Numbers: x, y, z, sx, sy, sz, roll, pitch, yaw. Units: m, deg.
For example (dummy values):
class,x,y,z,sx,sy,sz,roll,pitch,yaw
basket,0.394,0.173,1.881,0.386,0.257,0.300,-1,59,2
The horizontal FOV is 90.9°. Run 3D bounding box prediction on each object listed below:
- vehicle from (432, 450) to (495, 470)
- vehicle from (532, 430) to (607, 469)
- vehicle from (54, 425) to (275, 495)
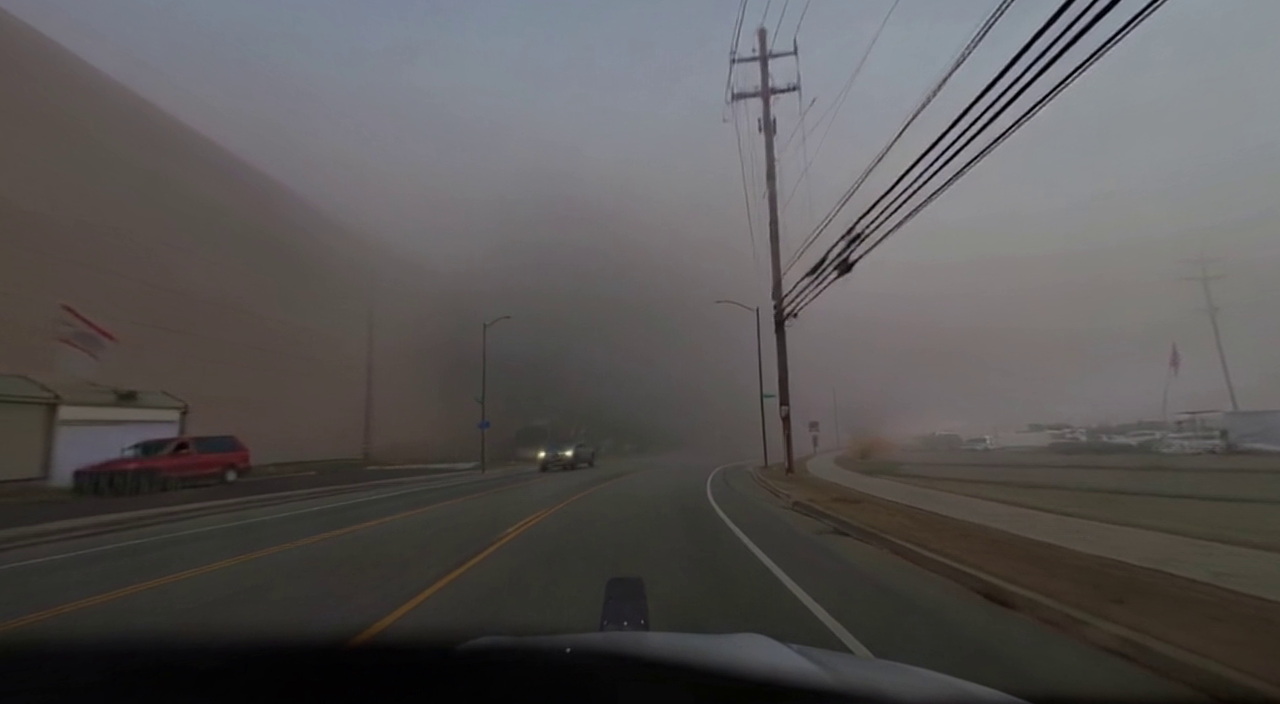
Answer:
class,x,y,z,sx,sy,sz,roll,pitch,yaw
vehicle,-13.504,8.245,48.200,4.513,1.450,2.078,-6,-9,31
vehicle,-3.787,5.394,35.041,2.490,1.961,5.553,-2,-8,12
vehicle,-16.447,3.848,22.547,2.502,2.113,6.488,-1,-10,4
